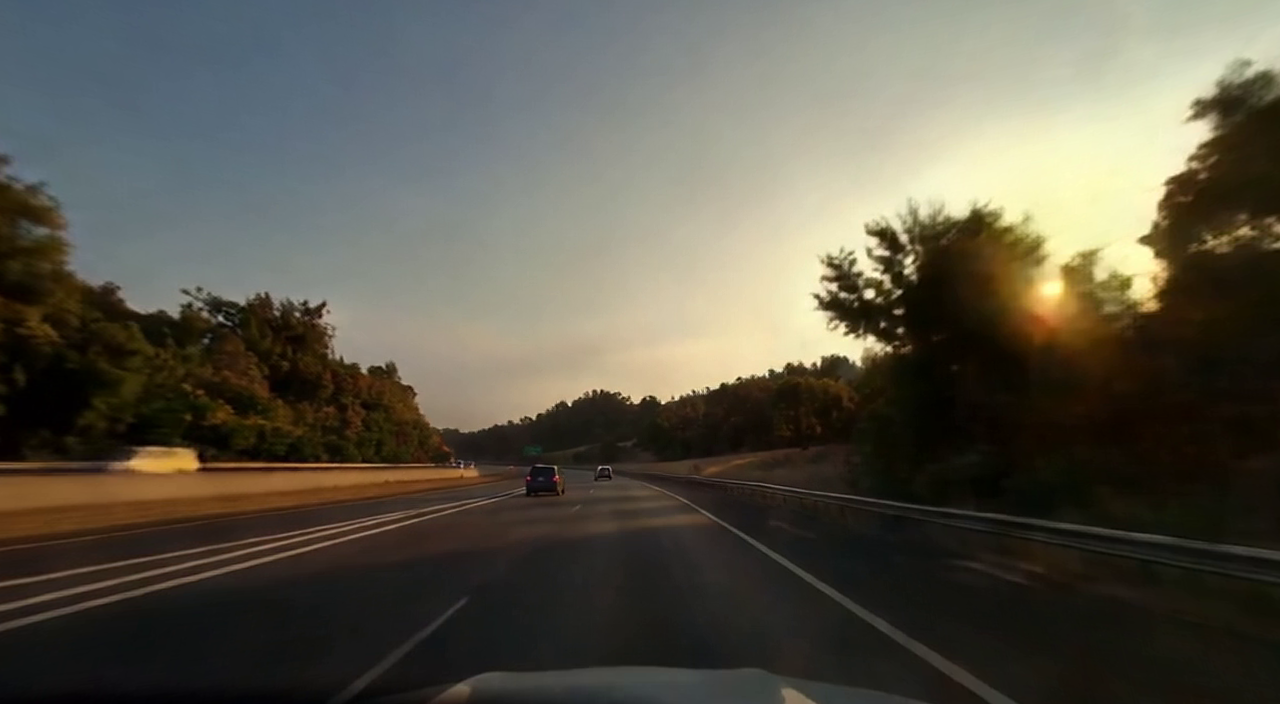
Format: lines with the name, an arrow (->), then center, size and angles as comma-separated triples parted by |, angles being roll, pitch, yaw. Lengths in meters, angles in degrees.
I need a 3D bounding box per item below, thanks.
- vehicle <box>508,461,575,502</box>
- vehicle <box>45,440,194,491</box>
vehicle -> -4.046, 5.441, 26.736 | 2.115, 1.546, 4.638 | 1, -10, -1
vehicle -> -21.481, 4.755, 26.356 | 2.076, 1.899, 4.861 | 1, -10, -1
